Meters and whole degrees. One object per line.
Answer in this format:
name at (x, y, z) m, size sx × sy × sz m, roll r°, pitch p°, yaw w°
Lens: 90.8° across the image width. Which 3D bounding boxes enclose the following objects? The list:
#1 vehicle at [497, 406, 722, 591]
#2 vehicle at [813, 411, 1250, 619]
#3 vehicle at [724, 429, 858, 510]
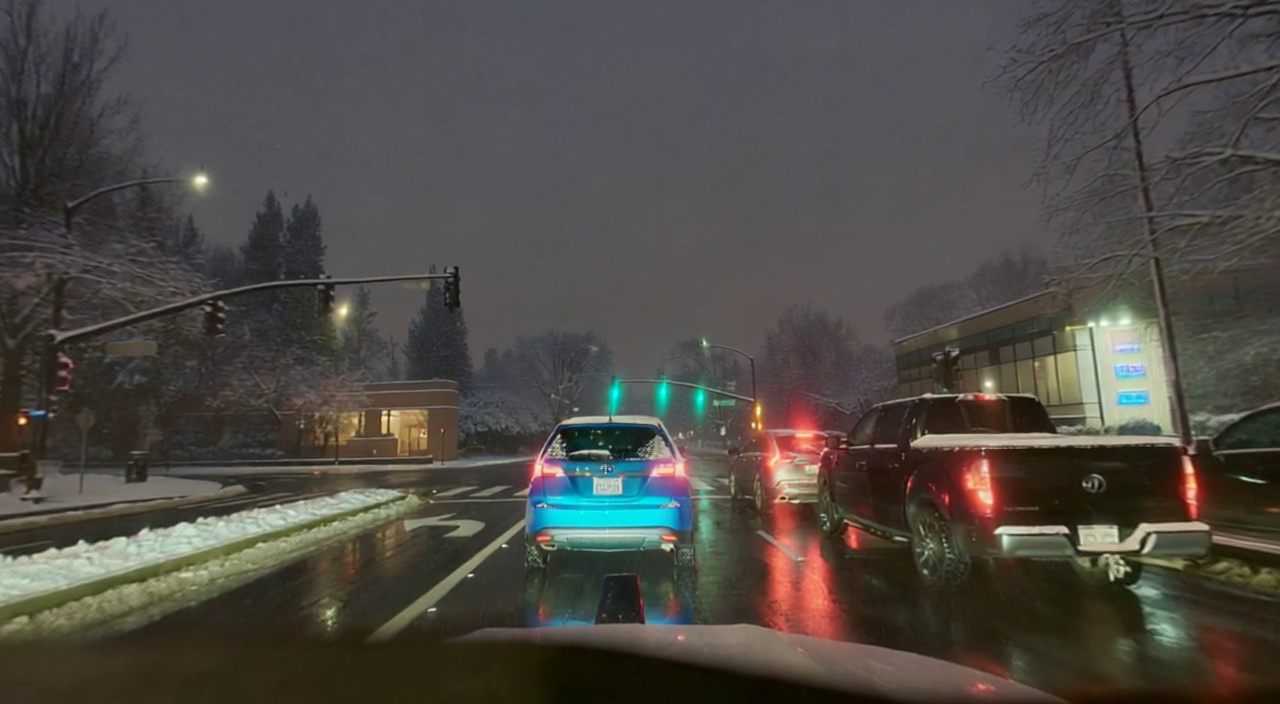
vehicle at (-0.273, 1.611, 7.680) m, size 2.037 × 1.674 × 3.693 m, roll 0°, pitch -8°, yaw 0°
vehicle at (3.602, 1.571, 7.139) m, size 1.955 × 1.550 × 4.587 m, roll 0°, pitch -8°, yaw -1°
vehicle at (3.359, 2.718, 15.057) m, size 2.031 × 1.626 × 4.264 m, roll 0°, pitch -8°, yaw -1°
